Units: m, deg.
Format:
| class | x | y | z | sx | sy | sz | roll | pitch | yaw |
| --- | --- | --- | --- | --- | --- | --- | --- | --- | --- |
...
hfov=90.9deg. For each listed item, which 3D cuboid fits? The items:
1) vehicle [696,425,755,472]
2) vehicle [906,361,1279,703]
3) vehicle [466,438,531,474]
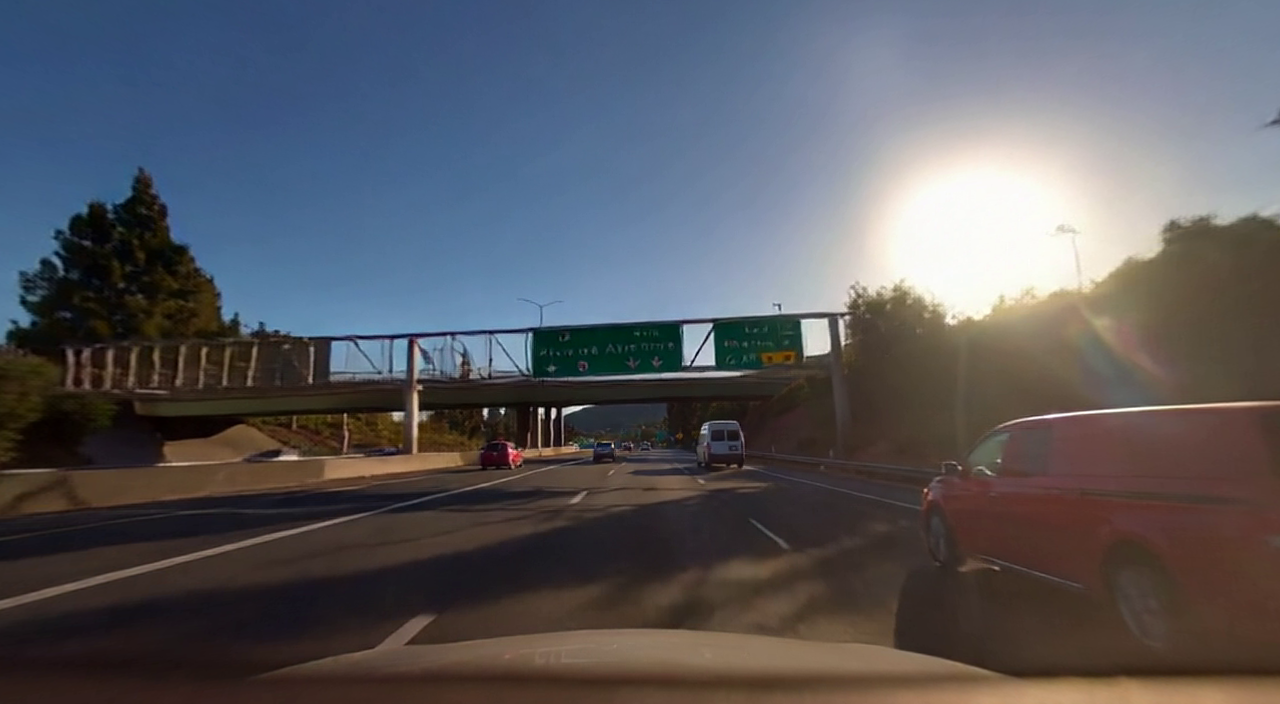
| class | x | y | z | sx | sy | sz | roll | pitch | yaw |
| --- | --- | --- | --- | --- | --- | --- | --- | --- | --- |
| vehicle | 4.378 | 5.092 | 33.320 | 2.347 | 2.234 | 5.352 | 0 | -8 | 0 |
| vehicle | 4.026 | 1.159 | 4.730 | 2.100 | 1.690 | 4.536 | 0 | -8 | 1 |
| vehicle | -7.060 | 5.239 | 31.989 | 2.068 | 1.632 | 4.623 | -1 | -8 | 2 |
